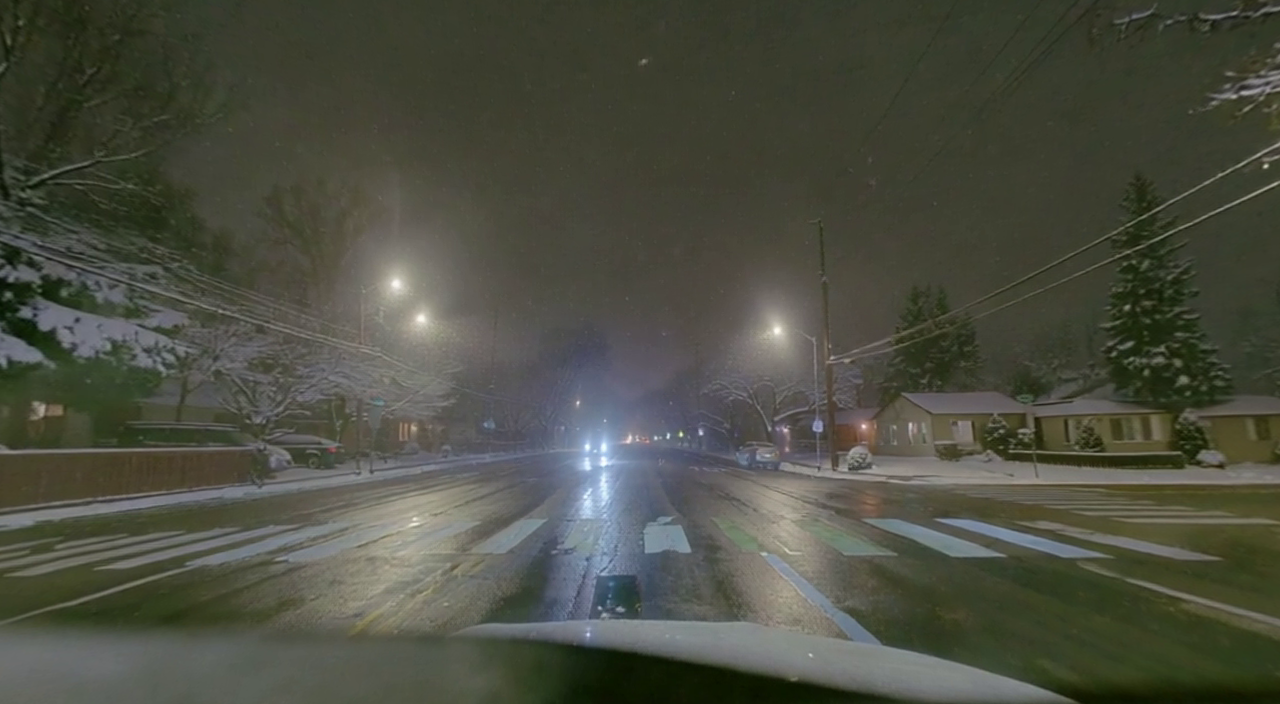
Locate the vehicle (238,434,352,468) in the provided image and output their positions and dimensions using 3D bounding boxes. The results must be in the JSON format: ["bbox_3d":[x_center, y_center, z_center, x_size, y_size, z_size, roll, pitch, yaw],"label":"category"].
[{"bbox_3d":[-17.946,5.169,33.045,4.743,1.734,1.994,0,-9,0],"label":"vehicle"}]

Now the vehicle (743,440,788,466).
[{"bbox_3d":[8.005,6.498,40.792,2.029,1.554,4.705,0,-9,1],"label":"vehicle"}]

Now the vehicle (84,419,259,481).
[{"bbox_3d":[-17.922,3.762,24.392,4.800,2.259,2.303,0,-9,-1],"label":"vehicle"}]
